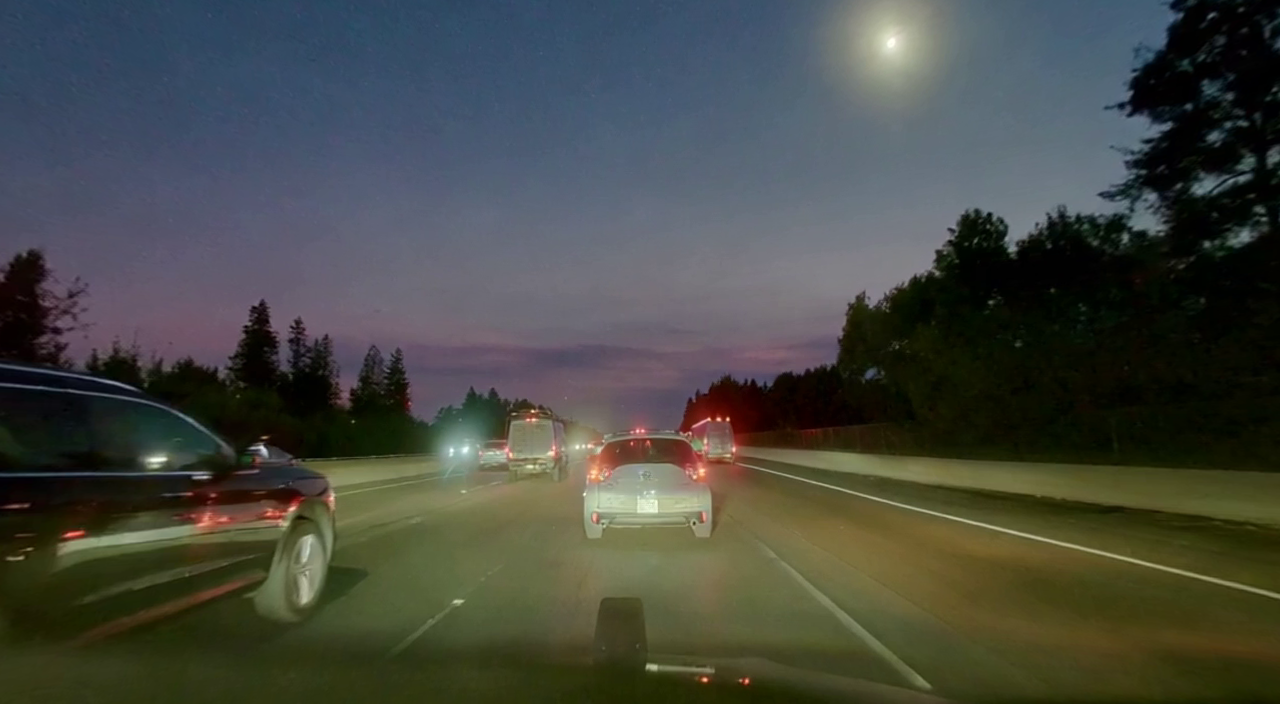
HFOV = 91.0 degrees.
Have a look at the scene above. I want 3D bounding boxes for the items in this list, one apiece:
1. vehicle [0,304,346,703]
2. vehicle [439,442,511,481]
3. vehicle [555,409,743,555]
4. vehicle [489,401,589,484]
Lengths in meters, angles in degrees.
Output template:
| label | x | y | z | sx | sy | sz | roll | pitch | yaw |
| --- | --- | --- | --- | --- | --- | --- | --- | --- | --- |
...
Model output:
| label | x | y | z | sx | sy | sz | roll | pitch | yaw |
| --- | --- | --- | --- | --- | --- | --- | --- | --- | --- |
| vehicle | -3.490 | 0.813 | 2.906 | 2.142 | 1.808 | 4.266 | 0 | -9 | 0 |
| vehicle | -6.918 | 4.625 | 26.860 | 1.877 | 1.490 | 4.141 | 0 | -9 | 1 |
| vehicle | 0.068 | 1.856 | 9.651 | 2.223 | 1.722 | 4.177 | 0 | -9 | -1 |
| vehicle | -3.161 | 3.043 | 21.181 | 2.359 | 2.399 | 5.500 | 0 | -9 | 1 |
